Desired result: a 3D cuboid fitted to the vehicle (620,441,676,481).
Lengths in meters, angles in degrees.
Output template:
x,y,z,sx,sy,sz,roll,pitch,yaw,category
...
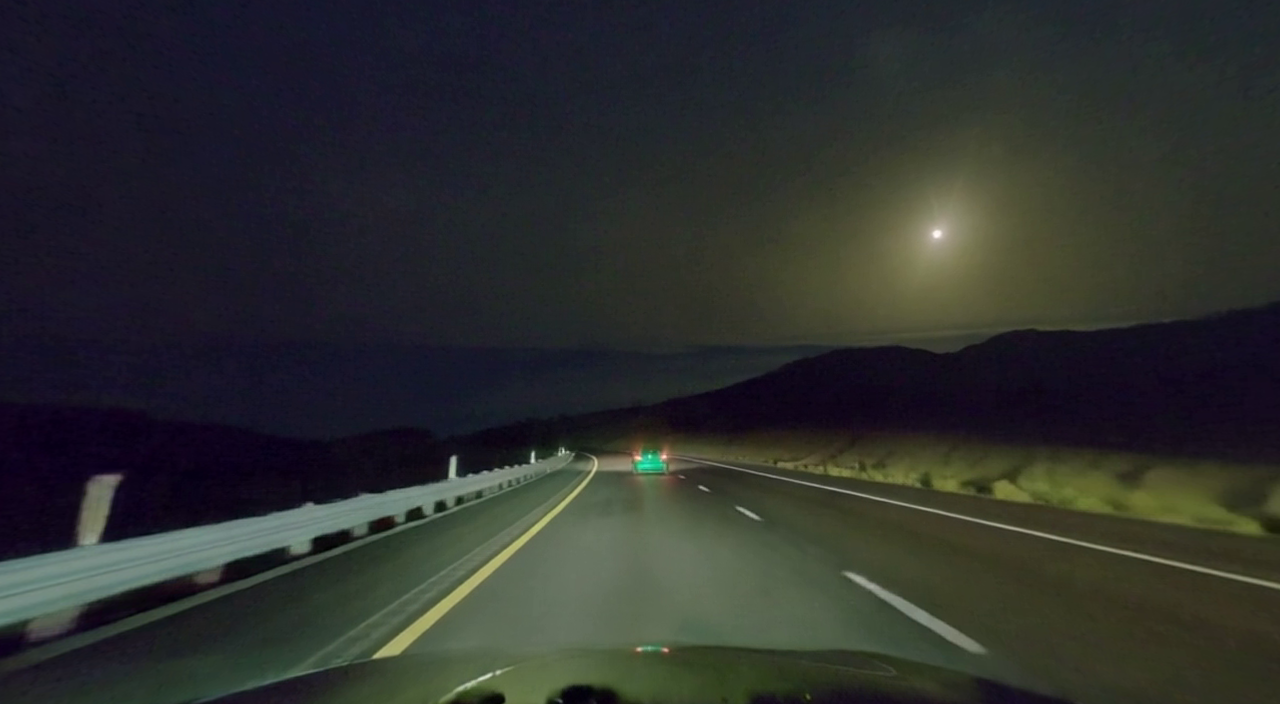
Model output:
x,y,z,sx,sy,sz,roll,pitch,yaw,category
0.245,4.482,26.204,2.029,1.474,4.183,0,-9,-3,vehicle
